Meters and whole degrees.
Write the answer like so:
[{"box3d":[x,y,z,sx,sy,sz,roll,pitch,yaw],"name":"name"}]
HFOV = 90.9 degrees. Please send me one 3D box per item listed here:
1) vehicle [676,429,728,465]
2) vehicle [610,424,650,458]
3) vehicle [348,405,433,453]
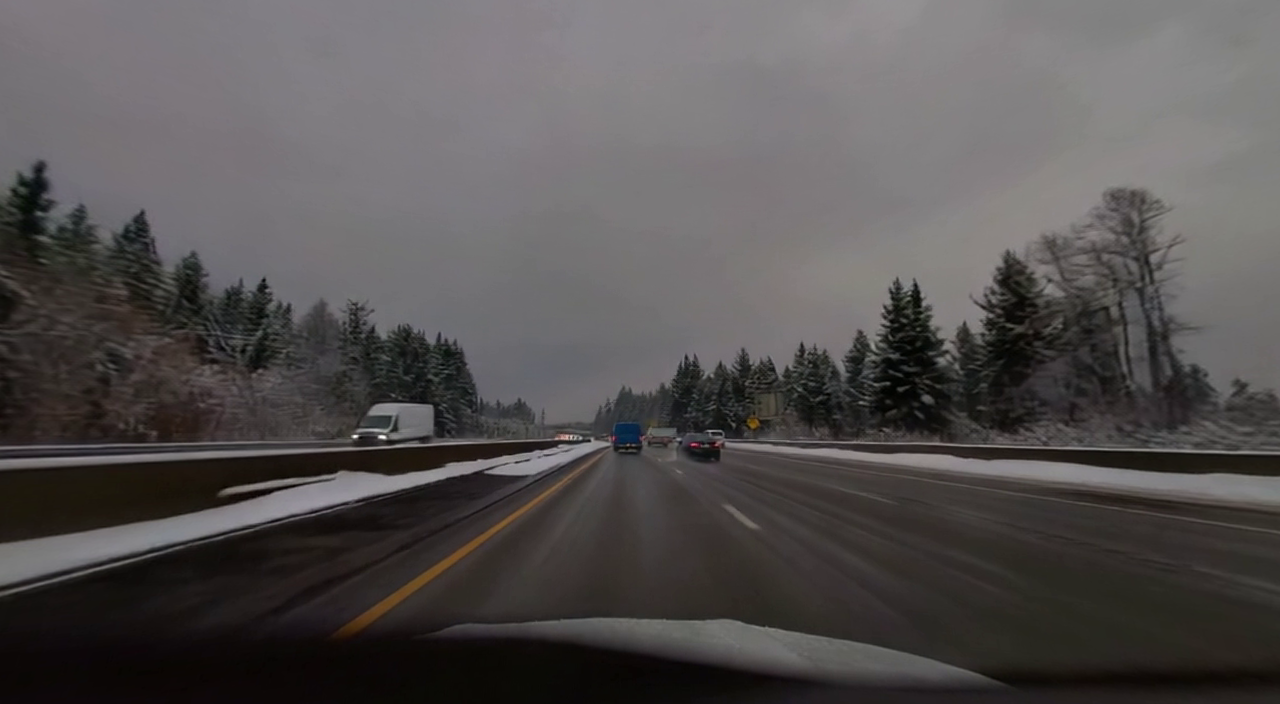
[{"box3d":[2.954,4.594,30.649,1.996,1.589,3.715,0,-8,-2],"name":"vehicle"},{"box3d":[-0.636,5.694,40.361,2.403,1.994,4.683,0,-8,-1],"name":"vehicle"},{"box3d":[-17.640,5.555,45.169,2.842,3.134,7.777,0,-8,0],"name":"vehicle"}]
